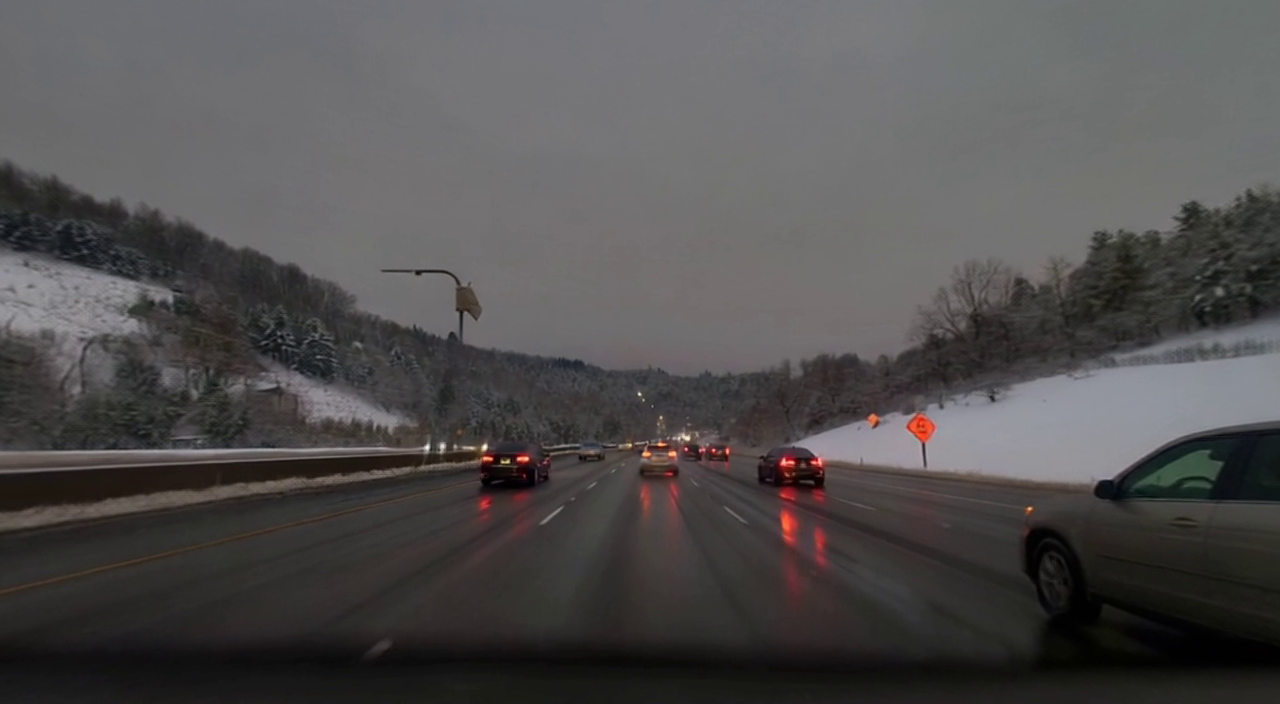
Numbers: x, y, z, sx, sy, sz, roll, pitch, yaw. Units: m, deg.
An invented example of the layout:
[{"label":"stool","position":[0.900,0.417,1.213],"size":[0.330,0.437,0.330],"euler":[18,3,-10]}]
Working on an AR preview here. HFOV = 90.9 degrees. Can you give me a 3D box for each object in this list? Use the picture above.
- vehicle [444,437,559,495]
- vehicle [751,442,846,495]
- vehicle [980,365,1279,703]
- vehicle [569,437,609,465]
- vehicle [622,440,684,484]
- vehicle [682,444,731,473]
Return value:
[{"label":"vehicle","position":[-3.733,3.161,17.891],"size":[2.232,1.438,4.163],"euler":[-1,-8,2]},{"label":"vehicle","position":[4.890,3.621,20.040],"size":[1.867,1.465,4.093],"euler":[0,-8,-1]},{"label":"vehicle","position":[3.857,0.908,2.862],"size":[2.018,1.670,4.658],"euler":[0,-8,0]},{"label":"vehicle","position":[-3.310,6.526,41.712],"size":[2.234,1.675,4.527],"euler":[0,-8,1]},{"label":"vehicle","position":[0.482,4.145,24.117],"size":[2.138,1.473,4.392],"euler":[0,-8,1]},{"label":"vehicle","position":[3.553,5.776,34.566],"size":[2.177,1.453,4.205],"euler":[0,-8,0]}]
